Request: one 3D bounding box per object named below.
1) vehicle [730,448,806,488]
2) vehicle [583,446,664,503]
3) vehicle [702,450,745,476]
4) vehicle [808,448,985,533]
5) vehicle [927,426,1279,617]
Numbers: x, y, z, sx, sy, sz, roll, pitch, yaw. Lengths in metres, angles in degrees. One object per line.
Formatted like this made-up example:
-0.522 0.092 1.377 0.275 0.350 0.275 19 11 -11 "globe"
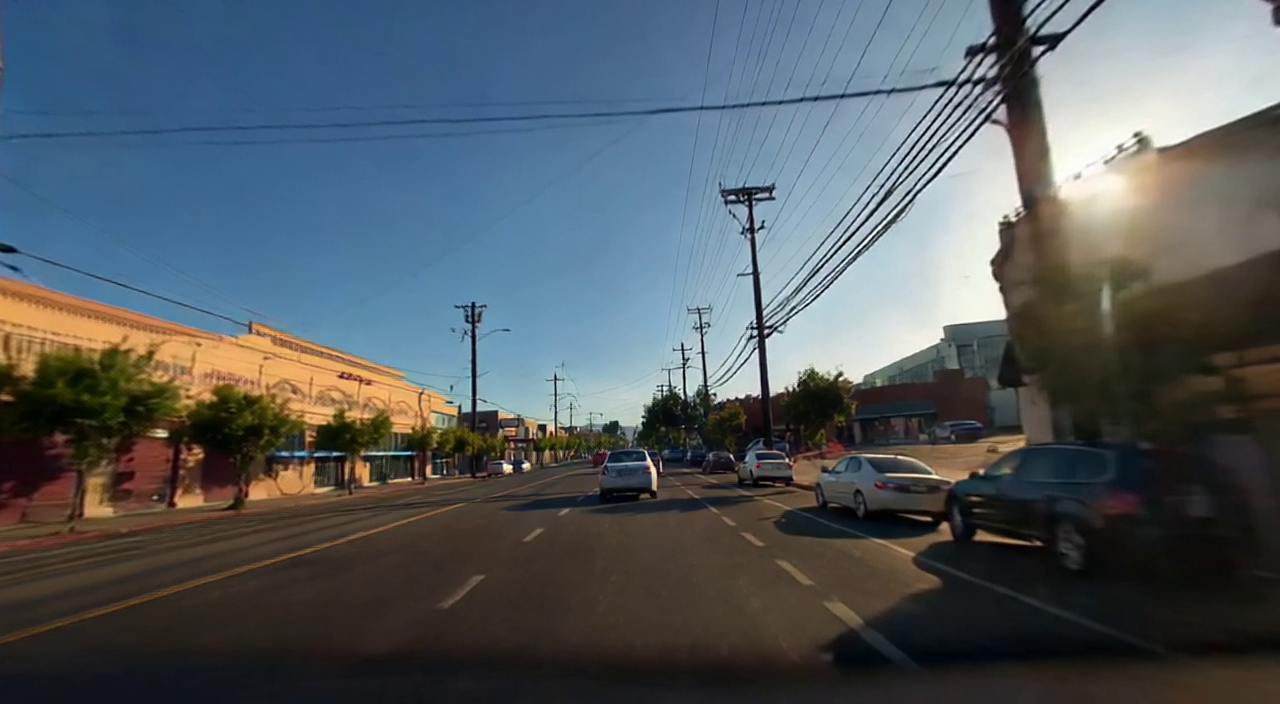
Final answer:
5.261 4.819 26.659 2.108 1.471 4.948 0 -8 -1 "vehicle"
-0.413 3.508 18.579 2.116 1.479 3.980 0 -8 0 "vehicle"
5.209 7.013 40.118 1.987 1.459 4.677 0 -8 -1 "vehicle"
4.997 2.721 13.069 1.761 1.413 4.272 0 -8 -2 "vehicle"
5.121 1.717 7.299 1.779 1.592 3.740 0 -8 -1 "vehicle"
